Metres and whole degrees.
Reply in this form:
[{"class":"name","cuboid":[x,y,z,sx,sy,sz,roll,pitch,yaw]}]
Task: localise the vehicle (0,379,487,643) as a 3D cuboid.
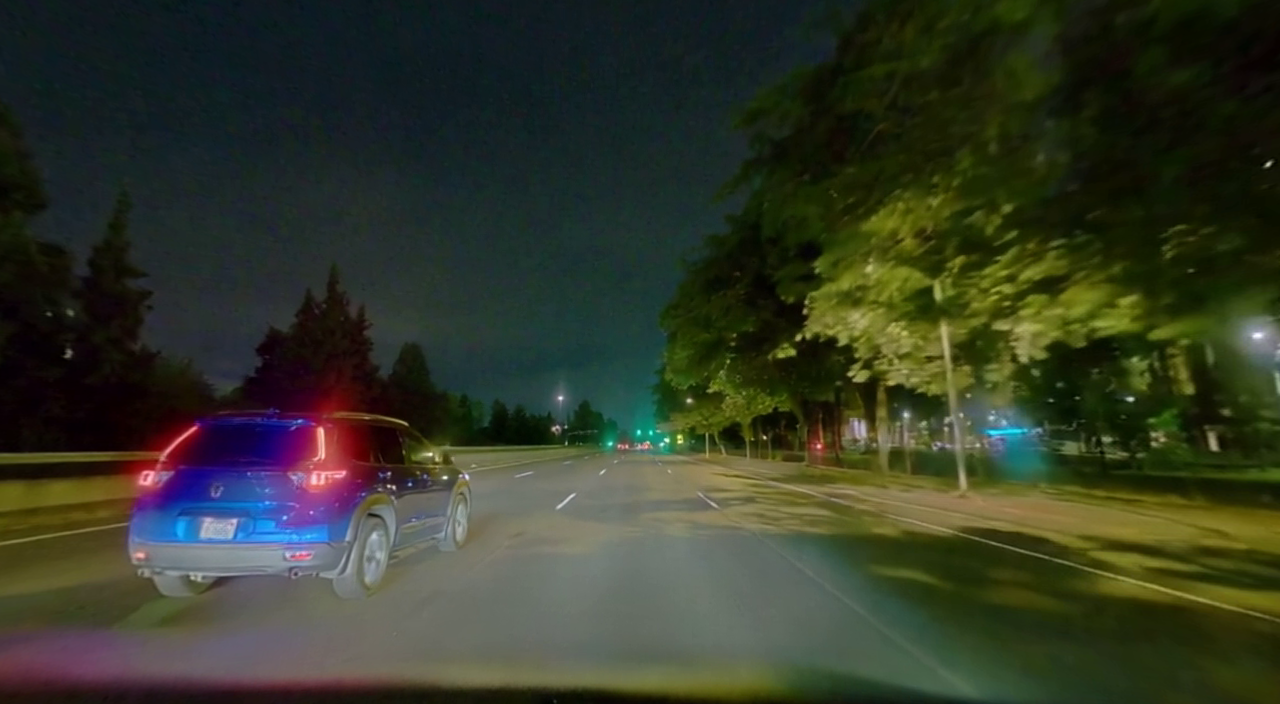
[{"class":"vehicle","cuboid":[-3.162,1.366,6.422,2.033,1.713,4.503,0,-8,0]}]
